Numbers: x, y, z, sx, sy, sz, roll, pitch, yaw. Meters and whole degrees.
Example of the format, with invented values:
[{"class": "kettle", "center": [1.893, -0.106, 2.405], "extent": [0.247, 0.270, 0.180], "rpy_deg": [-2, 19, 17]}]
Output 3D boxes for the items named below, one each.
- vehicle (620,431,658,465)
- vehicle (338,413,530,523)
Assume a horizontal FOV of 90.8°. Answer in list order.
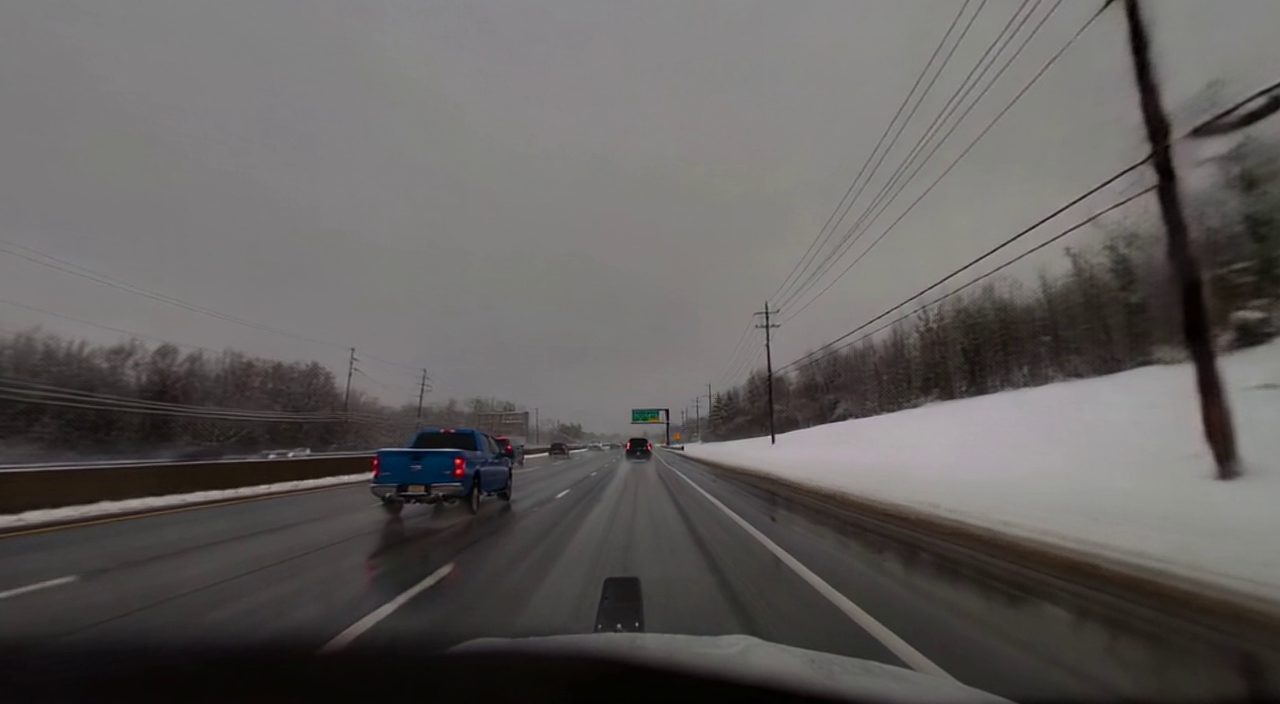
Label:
[{"class": "vehicle", "center": [-0.120, 6.325, 41.673], "extent": [2.358, 2.144, 4.713], "rpy_deg": [0, -8, -1]}, {"class": "vehicle", "center": [-3.870, 2.307, 13.110], "extent": [2.204, 1.812, 5.289], "rpy_deg": [0, -8, 0]}]
